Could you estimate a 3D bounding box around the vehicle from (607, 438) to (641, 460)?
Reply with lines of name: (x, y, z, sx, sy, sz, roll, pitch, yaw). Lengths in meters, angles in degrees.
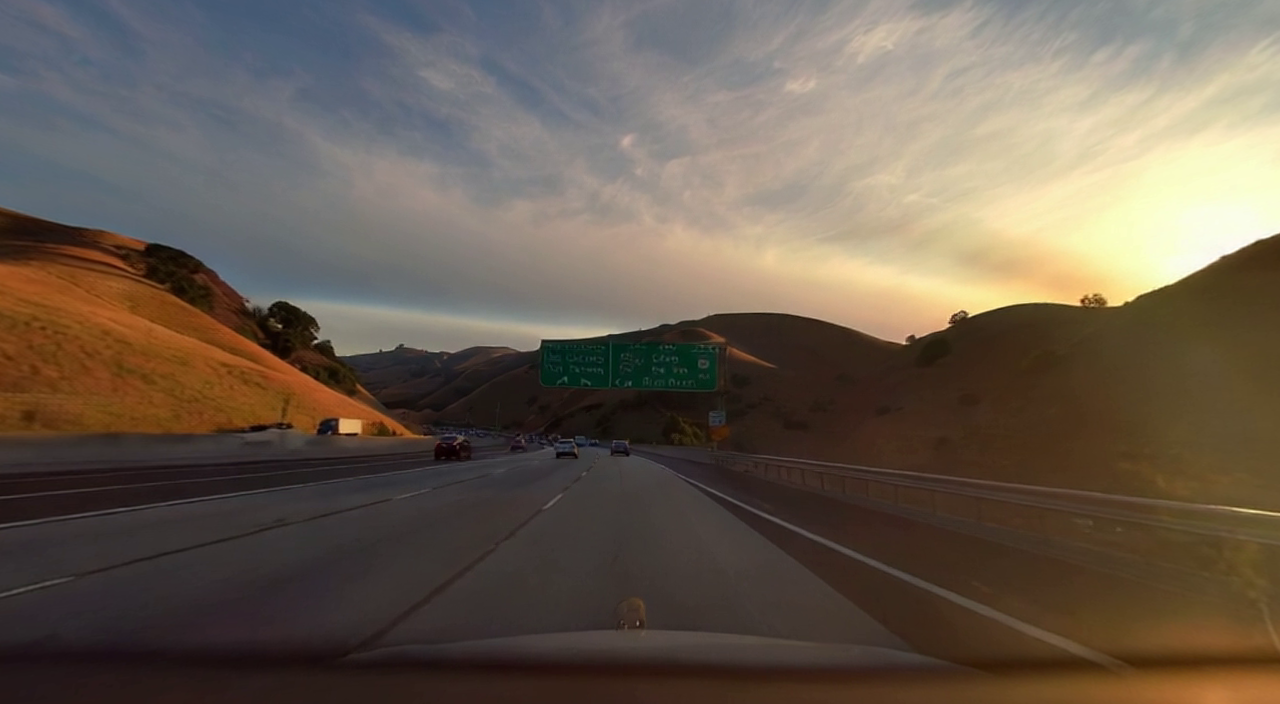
vehicle: (-1.191, 7.252, 47.245, 2.421, 1.594, 4.248, 0, -8, -2)

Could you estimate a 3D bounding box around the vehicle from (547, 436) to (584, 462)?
vehicle: (-4.931, 6.497, 42.124, 2.060, 1.631, 4.214, 0, -8, -1)

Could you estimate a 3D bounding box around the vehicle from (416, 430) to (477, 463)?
vehicle: (-11.951, 5.881, 39.253, 2.219, 1.923, 4.985, 0, -8, -1)
